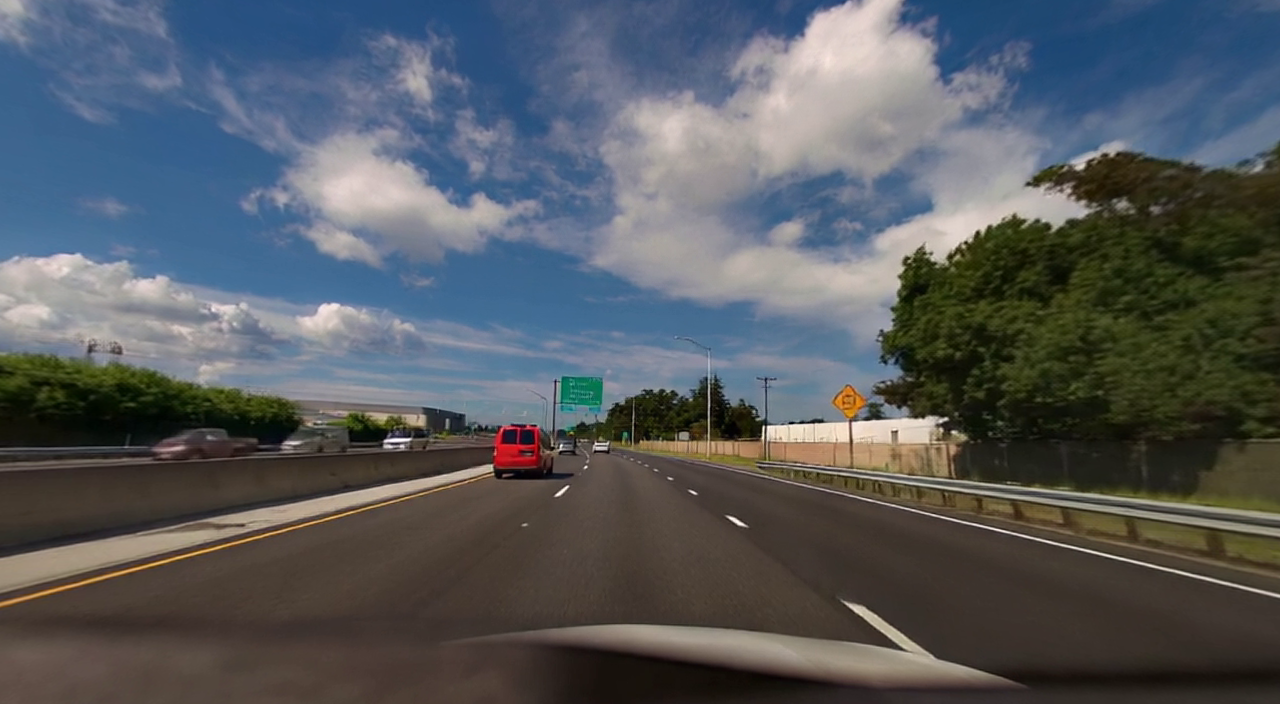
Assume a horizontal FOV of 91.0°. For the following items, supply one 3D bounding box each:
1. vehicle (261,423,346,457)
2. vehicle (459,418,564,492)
[{"bbox_3d":[-16.575,4.384,31.297,1.752,1.504,4.652,0,-8,-2],"label":"vehicle"},{"bbox_3d":[-3.653,3.027,18.893,2.260,1.901,4.665,0,-8,-1],"label":"vehicle"}]
